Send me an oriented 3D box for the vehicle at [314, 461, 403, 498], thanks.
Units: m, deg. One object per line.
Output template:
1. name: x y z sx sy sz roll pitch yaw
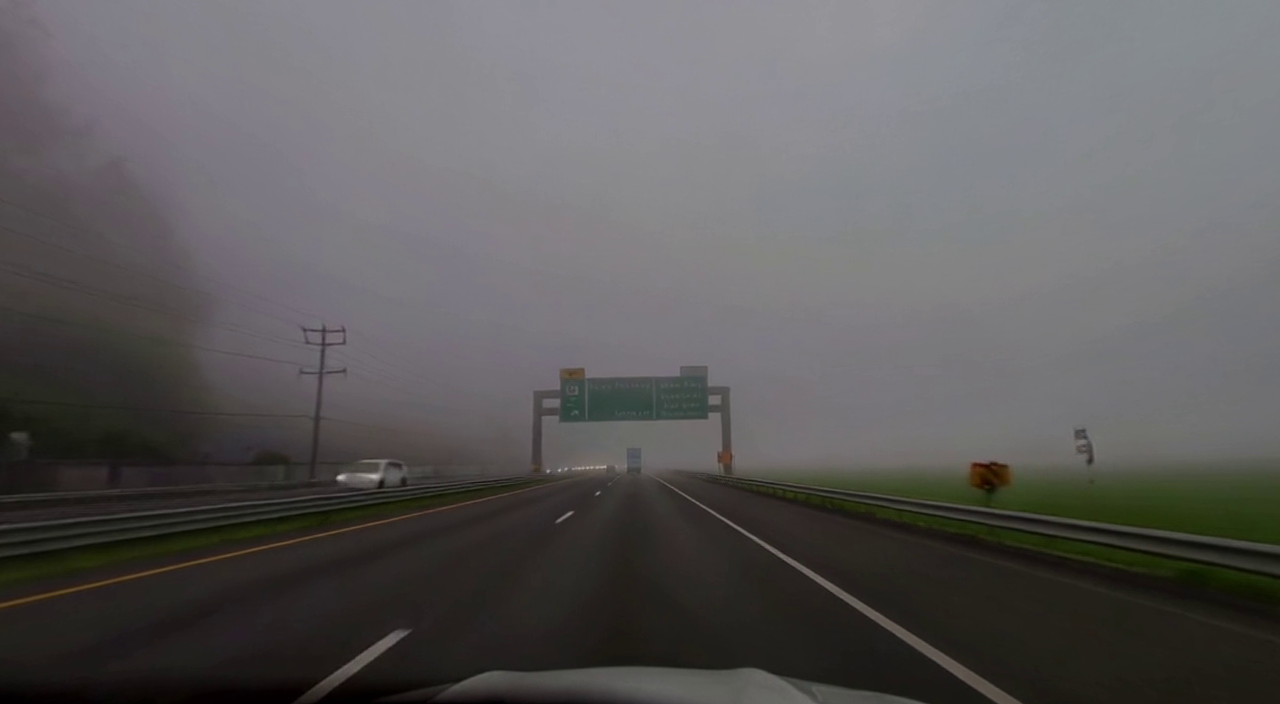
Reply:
1. vehicle: -12.038 5.478 27.279 1.908 1.412 4.119 1 -10 0
